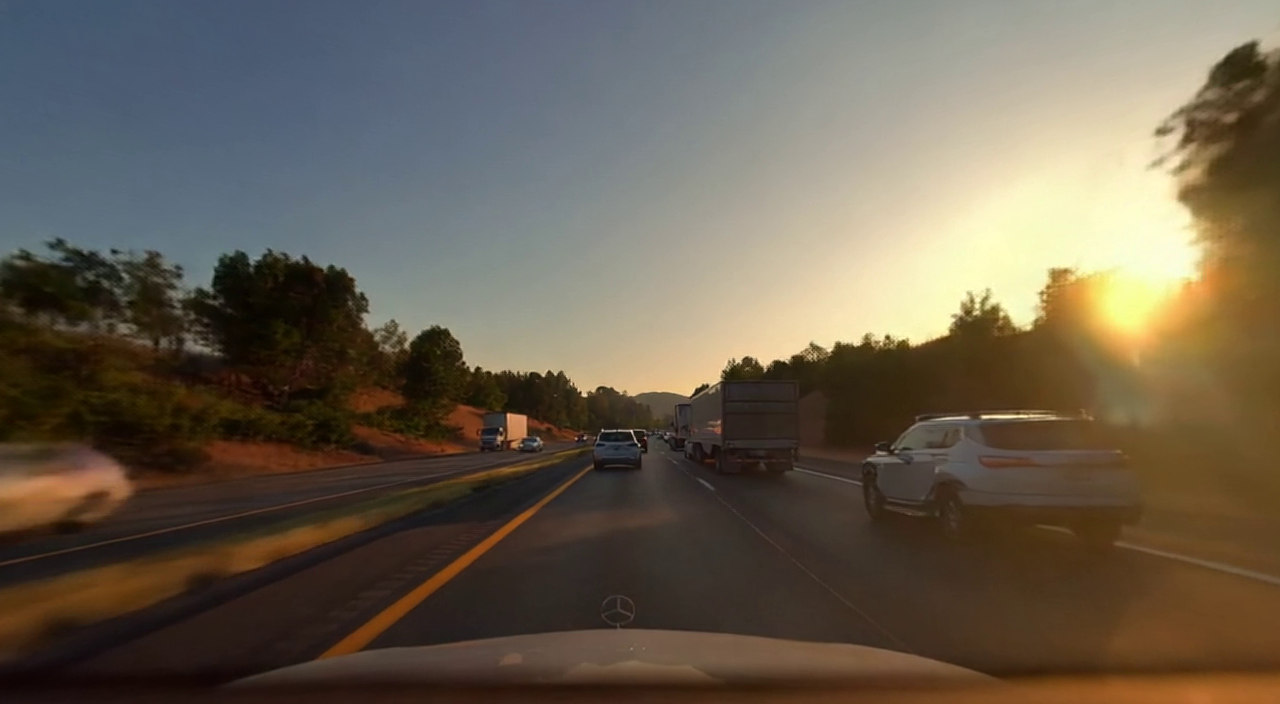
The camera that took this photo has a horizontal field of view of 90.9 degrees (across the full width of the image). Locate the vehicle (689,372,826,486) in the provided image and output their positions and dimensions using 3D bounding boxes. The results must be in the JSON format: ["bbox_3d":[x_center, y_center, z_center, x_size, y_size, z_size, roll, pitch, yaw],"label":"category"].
[{"bbox_3d":[3.448,2.597,21.064,2.723,3.027,8.478,0,-8,-1],"label":"vehicle"}]

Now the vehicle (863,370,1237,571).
[{"bbox_3d":[4.626,1.381,8.037,2.011,1.905,3.905,0,-8,-2],"label":"vehicle"}]

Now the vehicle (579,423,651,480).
[{"bbox_3d":[-0.742,3.185,20.567,2.082,1.638,4.055,0,-8,0],"label":"vehicle"}]
